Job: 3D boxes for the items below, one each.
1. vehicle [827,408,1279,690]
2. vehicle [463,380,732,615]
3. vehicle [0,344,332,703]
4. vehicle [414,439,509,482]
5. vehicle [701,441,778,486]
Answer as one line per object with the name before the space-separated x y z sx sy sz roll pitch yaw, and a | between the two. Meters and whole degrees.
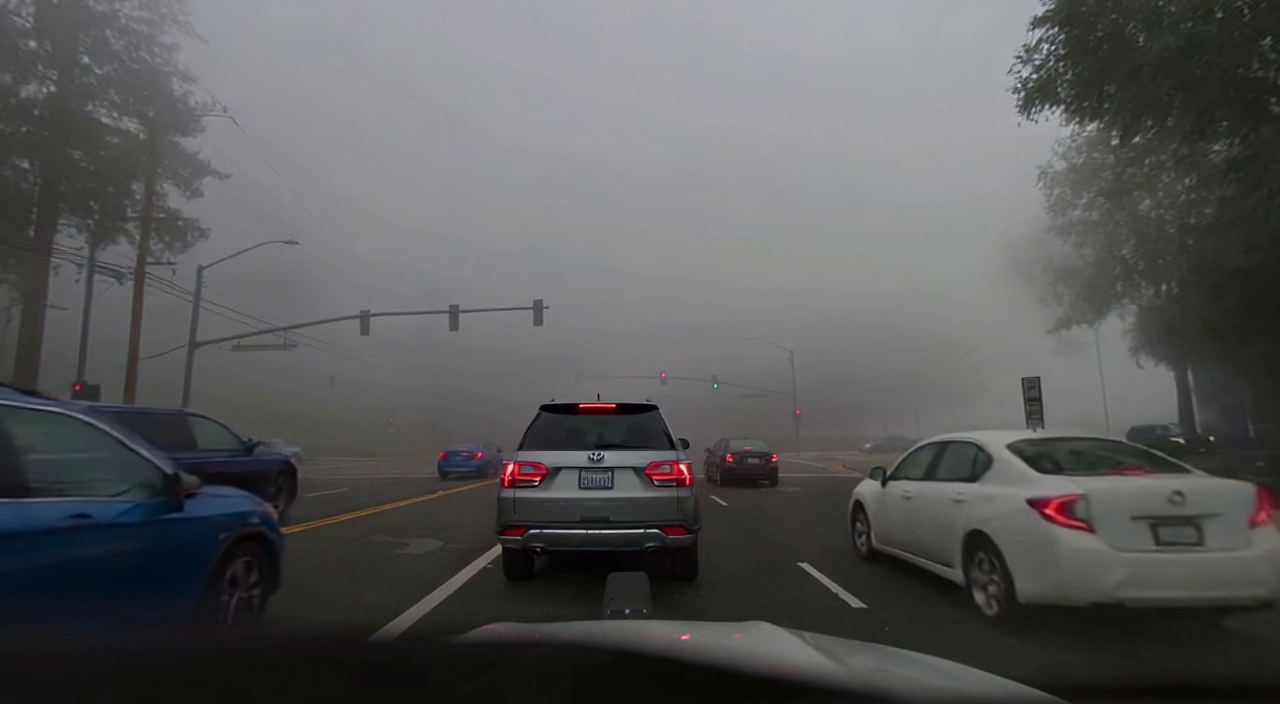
vehicle | 3.363 1.369 5.546 2.121 1.494 4.208 0 -8 0
vehicle | -0.327 1.439 7.102 2.064 1.817 4.298 0 -8 0
vehicle | -3.677 0.863 2.928 2.160 1.666 4.583 0 -8 0
vehicle | -6.740 4.150 24.423 2.060 1.473 4.950 0 -8 2
vehicle | 3.404 3.893 22.392 2.104 1.441 4.240 0 -8 1
